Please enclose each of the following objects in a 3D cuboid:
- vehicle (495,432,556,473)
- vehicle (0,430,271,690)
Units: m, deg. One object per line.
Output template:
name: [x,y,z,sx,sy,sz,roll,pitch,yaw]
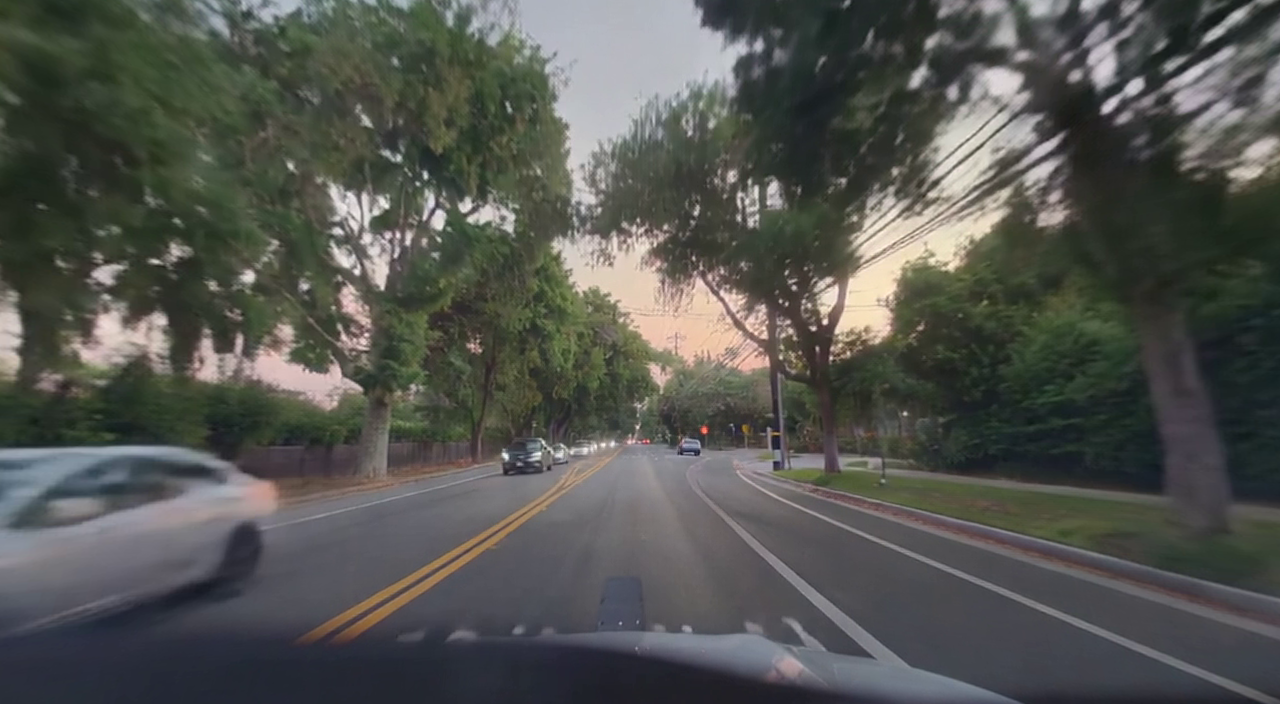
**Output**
vehicle: [-5.387,4.827,30.368,2.228,1.792,4.397,0,-9,-1]
vehicle: [-4.648,1.271,4.105,1.966,1.468,4.207,-1,-9,0]
